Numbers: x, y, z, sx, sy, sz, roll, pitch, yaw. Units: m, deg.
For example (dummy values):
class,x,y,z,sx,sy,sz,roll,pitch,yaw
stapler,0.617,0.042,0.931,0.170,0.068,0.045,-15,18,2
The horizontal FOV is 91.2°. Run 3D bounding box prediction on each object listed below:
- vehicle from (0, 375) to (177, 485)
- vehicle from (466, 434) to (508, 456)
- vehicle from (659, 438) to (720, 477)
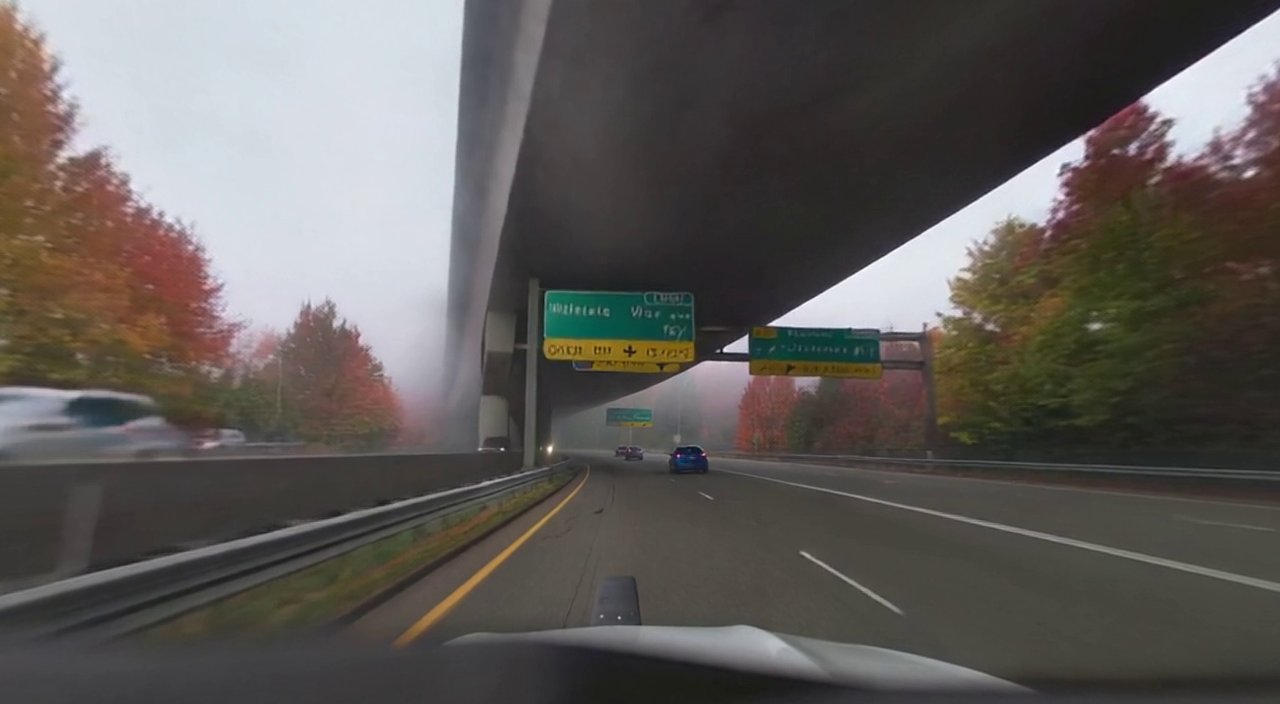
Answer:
class,x,y,z,sx,sy,sz,roll,pitch,yaw
vehicle,-9.599,1.267,9.801,1.812,1.479,3.751,0,-9,0
vehicle,-10.844,6.662,44.659,2.075,1.502,4.483,0,-9,-3
vehicle,2.191,4.879,29.024,2.337,1.633,4.222,0,-9,-2
